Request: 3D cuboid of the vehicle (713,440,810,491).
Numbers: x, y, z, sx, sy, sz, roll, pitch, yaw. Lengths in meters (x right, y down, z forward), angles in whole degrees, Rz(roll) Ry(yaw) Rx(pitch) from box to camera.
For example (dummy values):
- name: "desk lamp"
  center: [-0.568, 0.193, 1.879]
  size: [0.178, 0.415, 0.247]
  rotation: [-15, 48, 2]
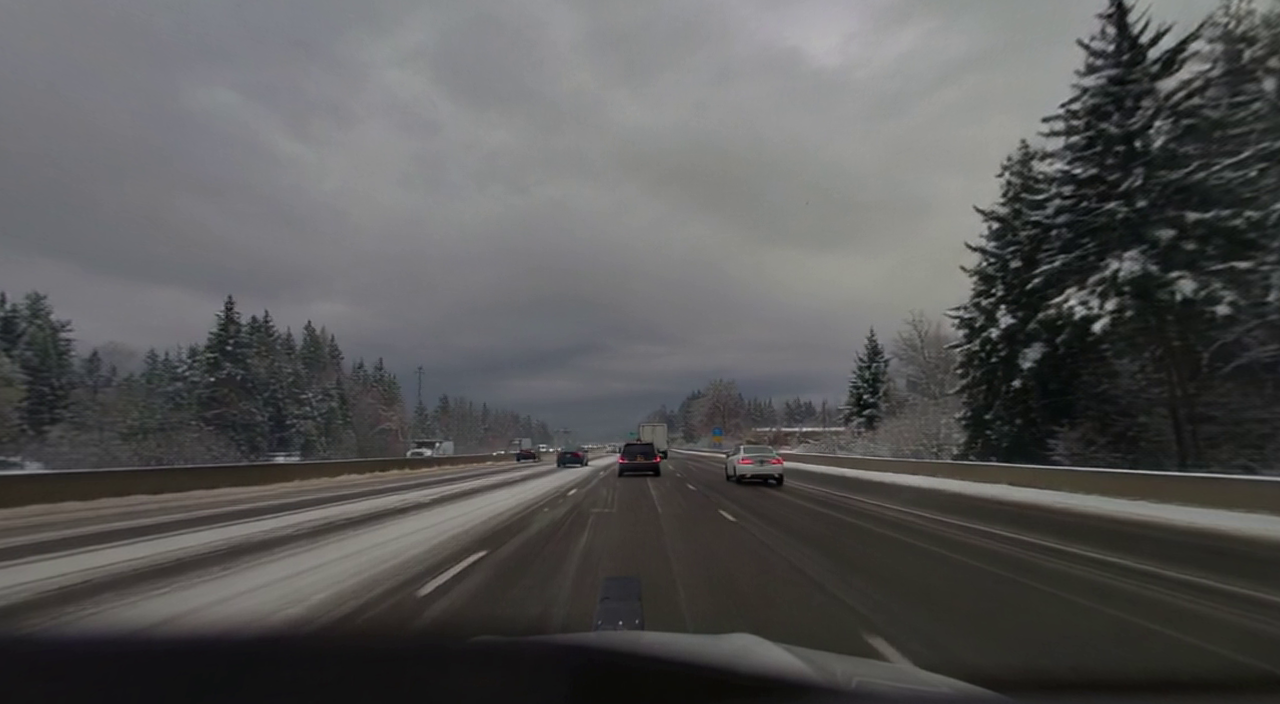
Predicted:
- name: "vehicle"
  center: [3.831, 3.663, 20.786]
  size: [2.146, 1.482, 4.665]
  rotation: [0, -8, -2]

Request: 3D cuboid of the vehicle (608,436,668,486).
- name: "vehicle"
  center: [-0.103, 4.143, 24.366]
  size: [2.103, 1.717, 4.399]
  rotation: [0, -8, -1]

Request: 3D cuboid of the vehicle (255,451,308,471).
- name: "vehicle"
  center: [-26.609, 8.091, 47.022]
  size: [1.813, 1.448, 3.521]
  rotation: [0, -8, 1]

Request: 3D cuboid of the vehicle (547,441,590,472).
- name: "vehicle"
  center: [-4.100, 6.080, 36.970]
  size: [1.988, 1.696, 4.754]
  rotation: [0, -8, 0]
